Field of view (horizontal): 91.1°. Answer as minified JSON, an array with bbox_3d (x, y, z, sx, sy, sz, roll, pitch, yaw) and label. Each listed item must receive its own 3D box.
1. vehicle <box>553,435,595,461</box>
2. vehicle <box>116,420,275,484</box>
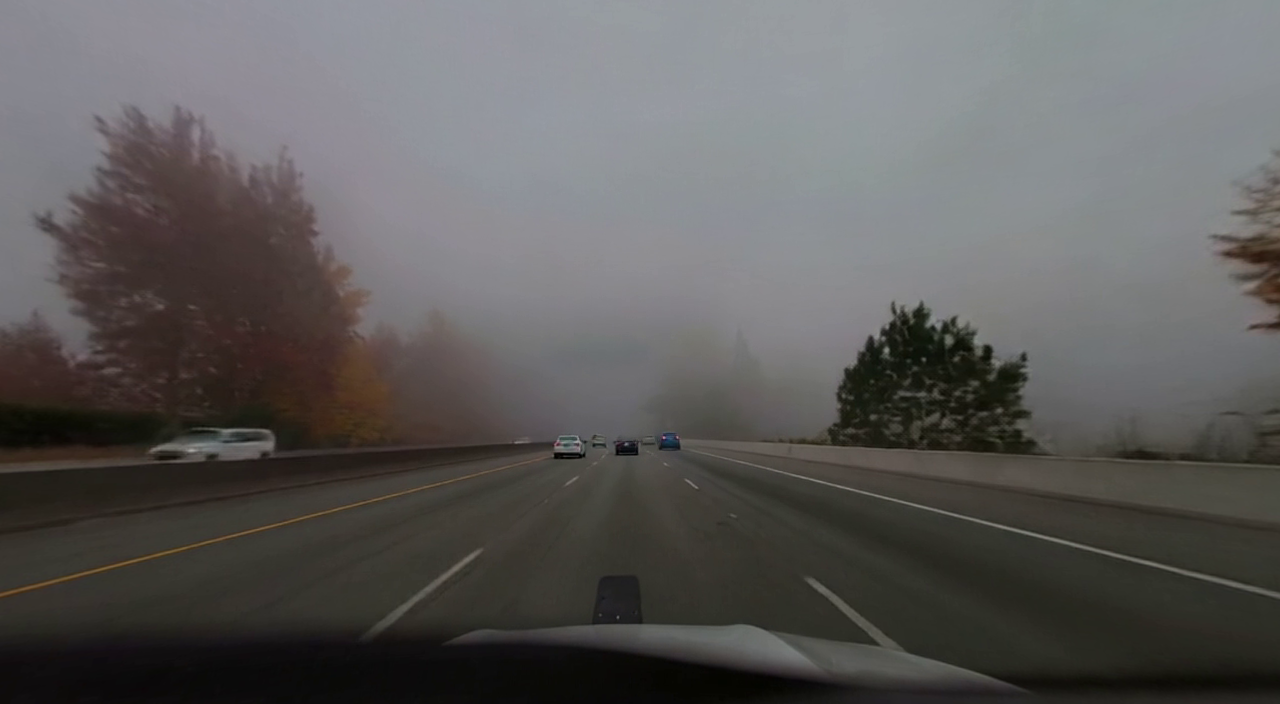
[{"bbox_3d":[-4.038,5.929,39.092,2.103,1.507,4.367,0,-8,0],"label":"vehicle"},{"bbox_3d":[-19.973,4.524,28.853,2.331,2.541,6.872,0,-8,-1],"label":"vehicle"}]
